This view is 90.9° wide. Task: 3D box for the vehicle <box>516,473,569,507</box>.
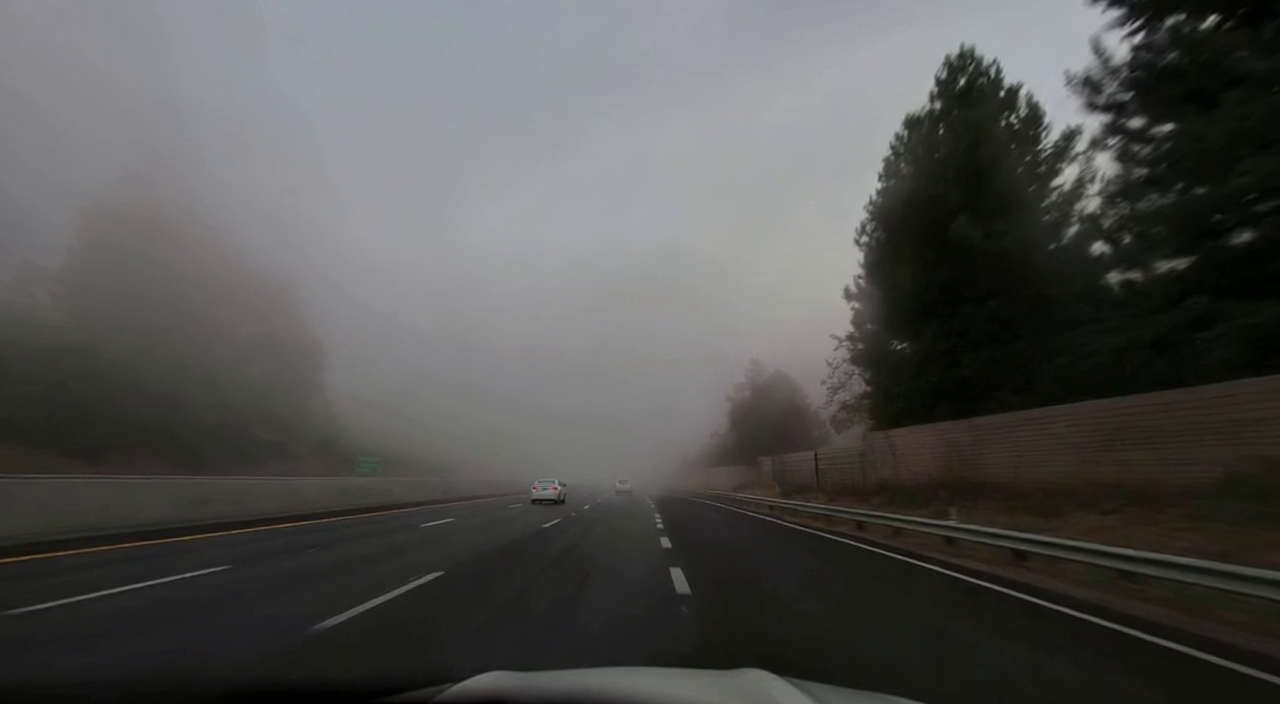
[{"bbox_3d":[-5.064,7.236,33.302,2.039,1.605,4.365,0,-11,1],"label":"vehicle"}]
